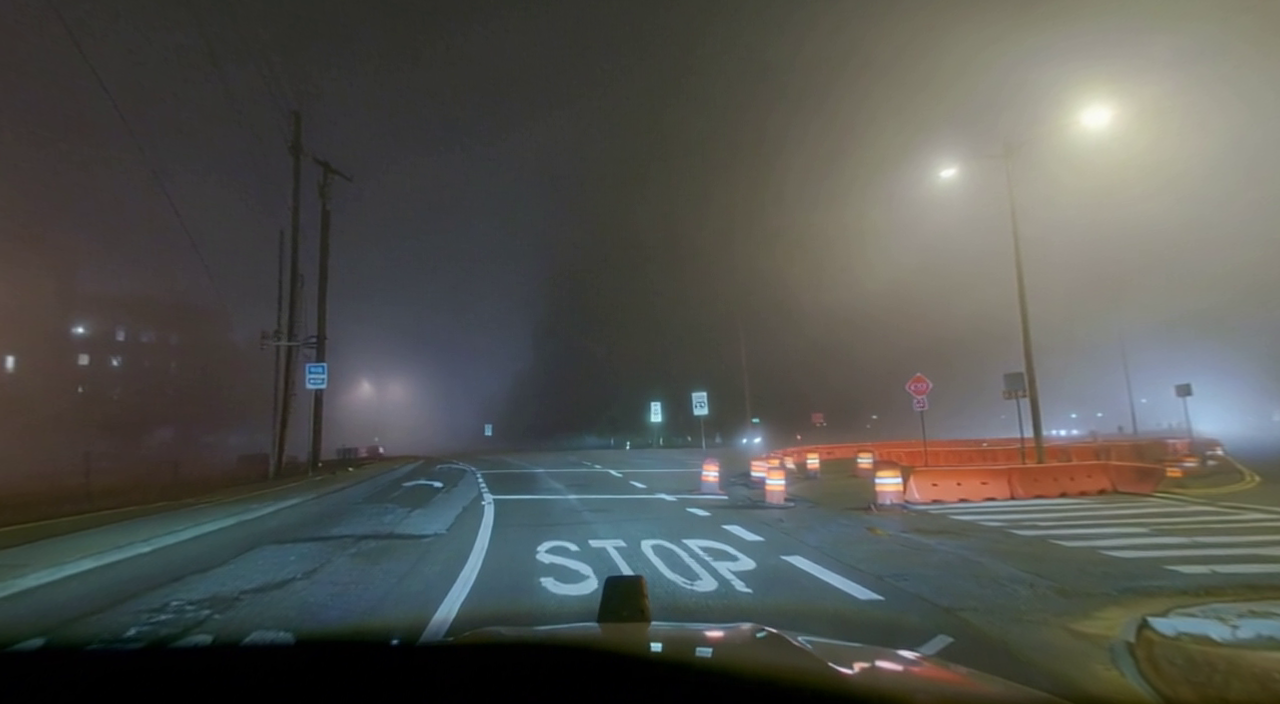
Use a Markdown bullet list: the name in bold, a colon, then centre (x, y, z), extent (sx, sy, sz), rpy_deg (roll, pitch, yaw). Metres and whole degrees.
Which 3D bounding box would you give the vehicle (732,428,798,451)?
- **vehicle**: centre (9.089, 6.416, 45.965), extent (4.302, 1.628, 1.957), rpy_deg (2, -9, -14)

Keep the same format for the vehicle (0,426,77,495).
- **vehicle**: centre (-17.437, 3.008, 17.743), extent (2.159, 1.734, 4.292), rpy_deg (7, -11, -41)
